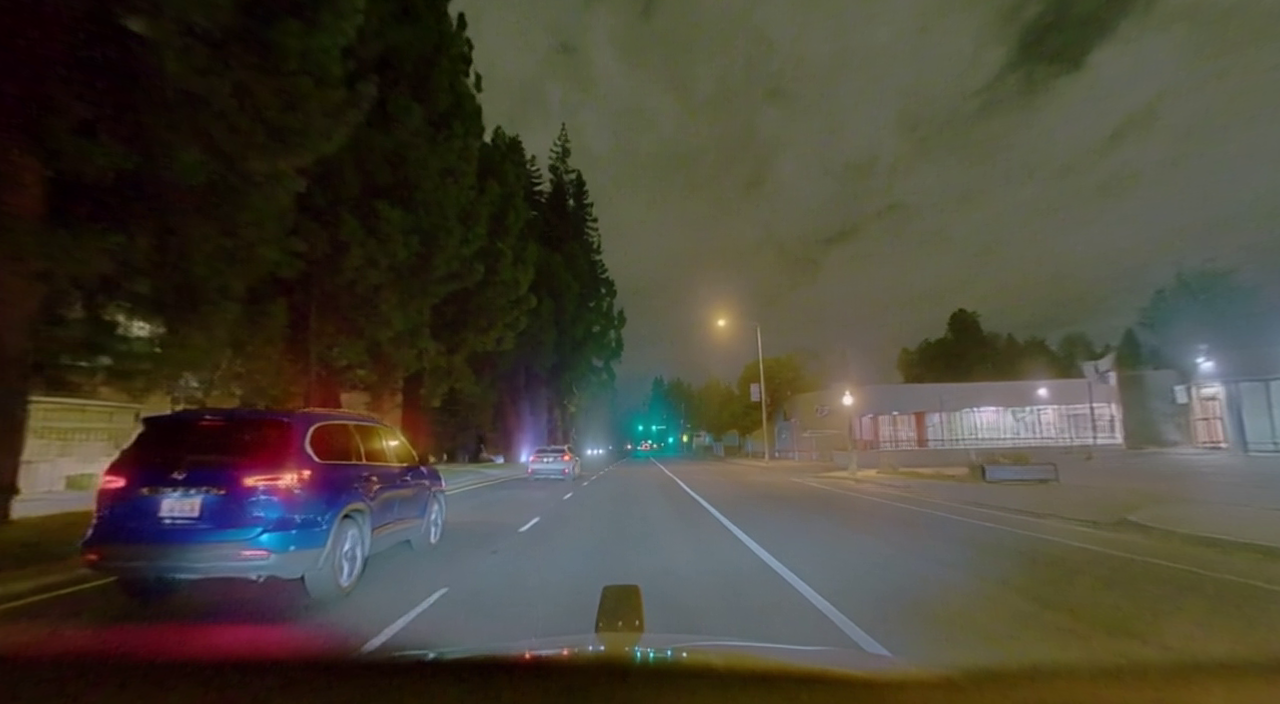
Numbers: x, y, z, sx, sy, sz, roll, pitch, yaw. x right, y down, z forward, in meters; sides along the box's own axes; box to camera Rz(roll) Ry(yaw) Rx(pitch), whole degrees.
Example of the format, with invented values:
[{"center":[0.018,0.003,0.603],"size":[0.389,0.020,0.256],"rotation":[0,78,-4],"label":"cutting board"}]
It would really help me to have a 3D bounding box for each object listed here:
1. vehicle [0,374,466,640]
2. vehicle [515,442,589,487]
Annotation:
[{"center":[-3.451,1.393,6.625],"size":[2.042,1.817,4.364],"rotation":[0,-9,-1],"label":"vehicle"},{"center":[-3.131,4.092,23.415],"size":[2.069,1.470,4.601],"rotation":[-1,-9,0],"label":"vehicle"}]
